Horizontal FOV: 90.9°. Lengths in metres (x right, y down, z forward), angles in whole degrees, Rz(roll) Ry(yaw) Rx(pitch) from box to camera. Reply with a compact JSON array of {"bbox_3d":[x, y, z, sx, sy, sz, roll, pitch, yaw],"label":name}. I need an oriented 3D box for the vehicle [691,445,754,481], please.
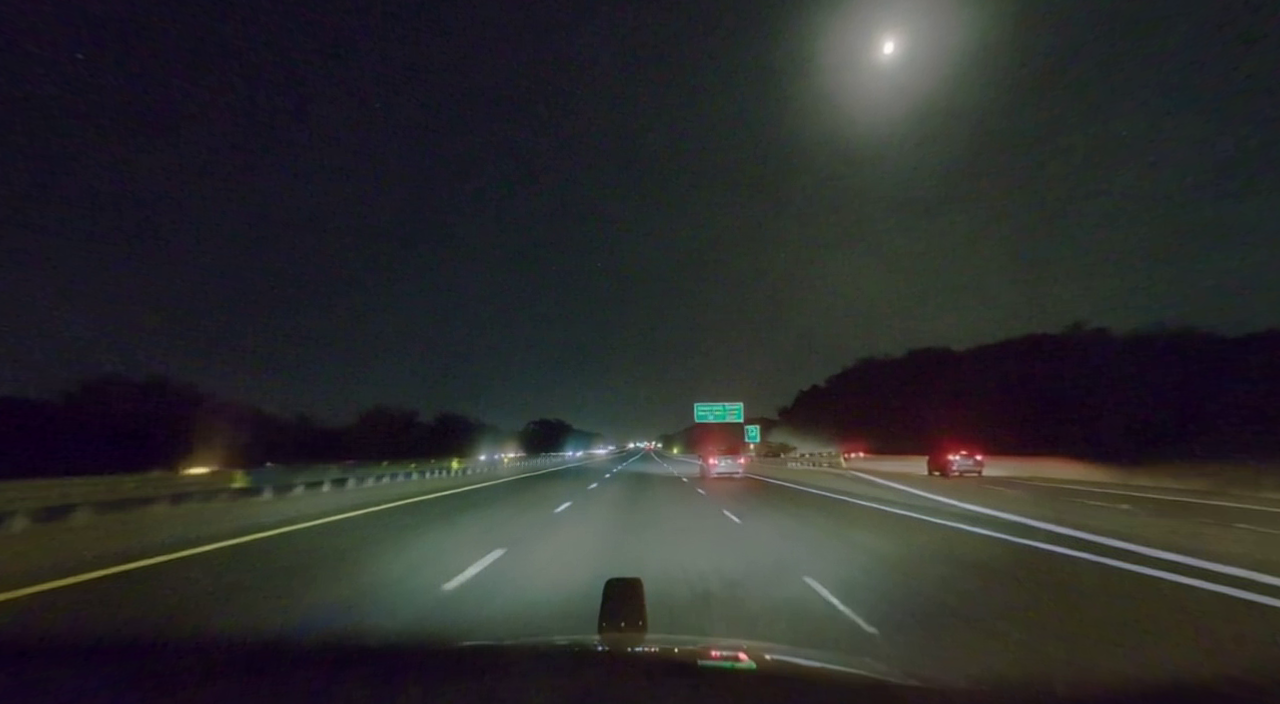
[{"bbox_3d":[3.592,4.894,28.253,2.193,1.462,4.533,0,-8,0],"label":"vehicle"}]
